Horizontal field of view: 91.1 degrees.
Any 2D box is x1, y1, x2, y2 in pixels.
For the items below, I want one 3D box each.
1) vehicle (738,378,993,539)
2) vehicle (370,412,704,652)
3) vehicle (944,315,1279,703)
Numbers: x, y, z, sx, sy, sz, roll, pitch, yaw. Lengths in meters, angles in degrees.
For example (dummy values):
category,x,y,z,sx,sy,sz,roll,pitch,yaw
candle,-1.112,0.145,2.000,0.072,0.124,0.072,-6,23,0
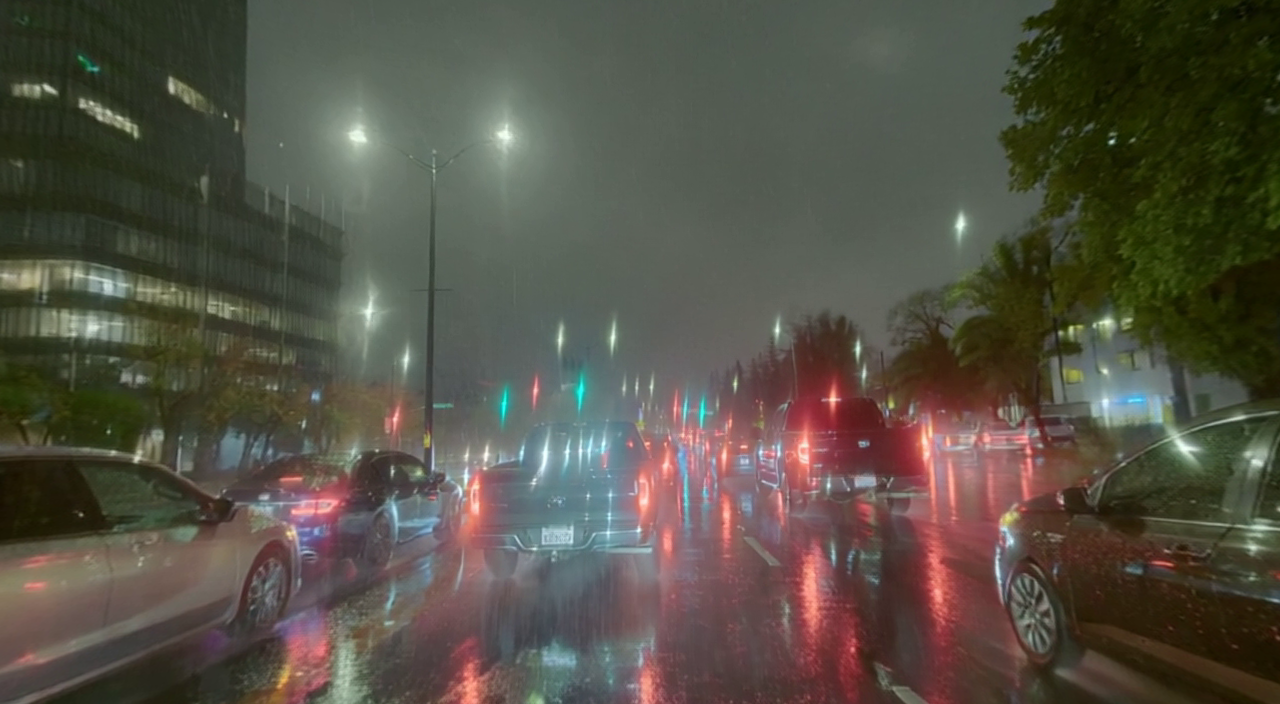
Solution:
category,x,y,z,sx,sy,sz,roll,pitch,yaw
vehicle,3.544,1.888,11.590,2.497,2.186,5.890,0,-8,0
vehicle,-0.613,1.486,6.280,2.172,1.536,4.250,0,-8,2
vehicle,3.157,0.739,2.036,2.024,1.723,4.714,0,-8,1
